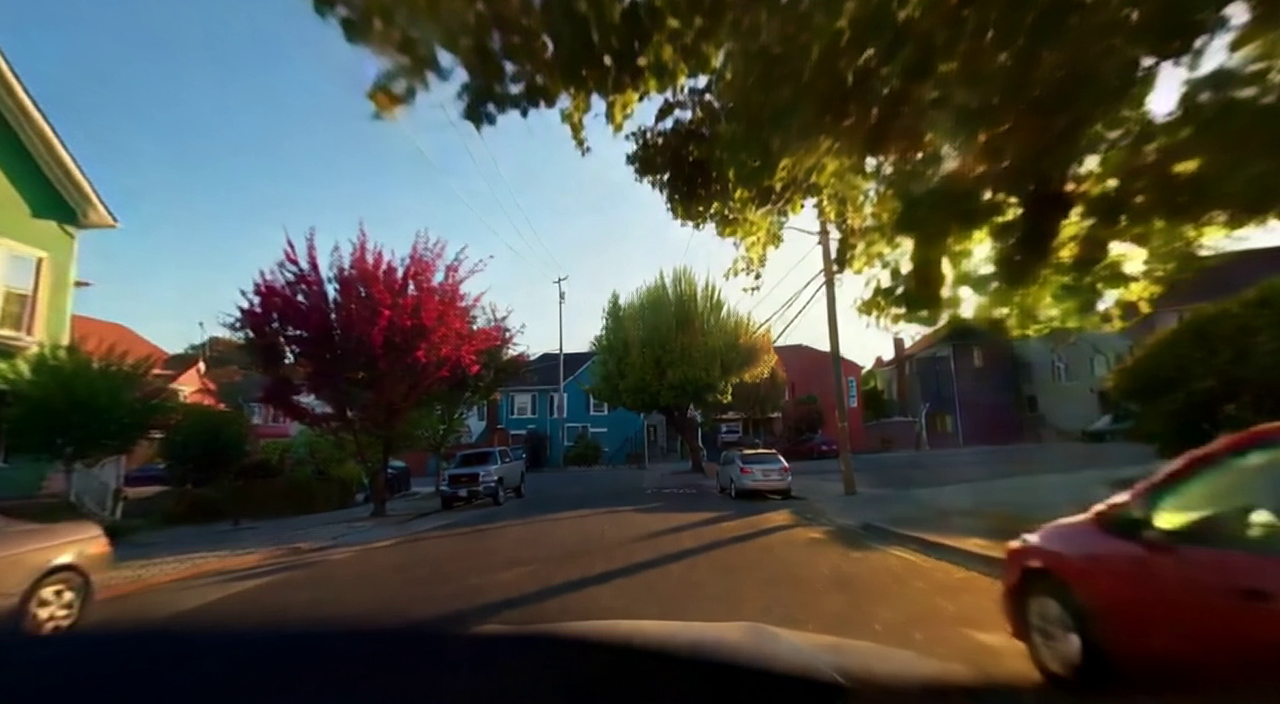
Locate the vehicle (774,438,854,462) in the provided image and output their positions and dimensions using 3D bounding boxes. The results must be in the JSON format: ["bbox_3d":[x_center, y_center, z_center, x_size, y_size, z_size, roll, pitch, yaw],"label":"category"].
[{"bbox_3d":[11.248,6.364,40.909,4.644,1.482,1.997,-1,-9,3],"label":"vehicle"}]

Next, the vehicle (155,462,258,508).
[{"bbox_3d":[-15.760,4.809,23.104,1.563,1.433,3.492,0,-9,-7],"label":"vehicle"}]

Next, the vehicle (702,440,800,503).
[{"bbox_3d":[3.493,3.878,20.889,2.109,1.811,4.886,0,-9,-3],"label":"vehicle"}]

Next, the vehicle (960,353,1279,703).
[{"bbox_3d":[3.484,0.871,2.411,2.070,1.728,4.358,0,-9,-2],"label":"vehicle"}]

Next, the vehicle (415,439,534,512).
[{"bbox_3d":[-5.411,4.117,21.732,2.480,2.084,6.353,0,-9,-1],"label":"vehicle"}]

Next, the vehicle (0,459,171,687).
[{"bbox_3d":[-5.420,1.478,3.821,1.849,1.560,4.227,0,-9,0],"label":"vehicle"}]

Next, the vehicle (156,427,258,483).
[{"bbox_3d":[-31.023,7.304,45.491,2.473,2.922,6.719,0,0,3],"label":"vehicle"}]
